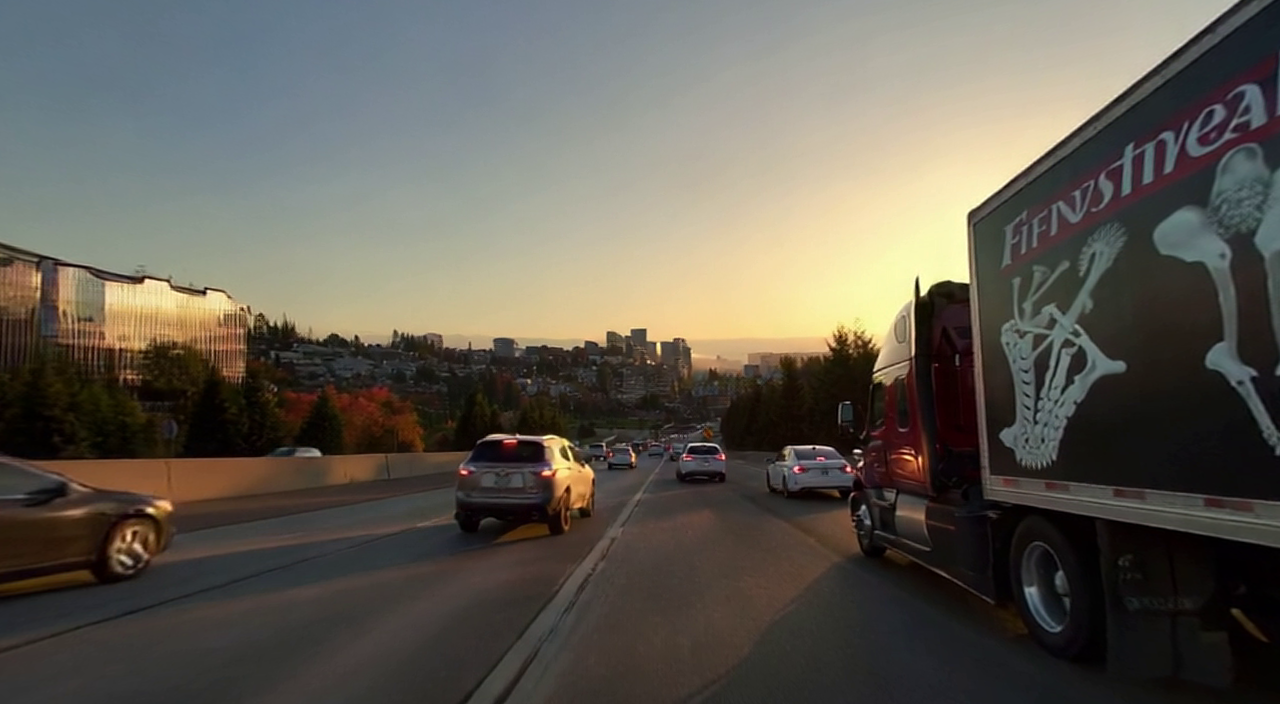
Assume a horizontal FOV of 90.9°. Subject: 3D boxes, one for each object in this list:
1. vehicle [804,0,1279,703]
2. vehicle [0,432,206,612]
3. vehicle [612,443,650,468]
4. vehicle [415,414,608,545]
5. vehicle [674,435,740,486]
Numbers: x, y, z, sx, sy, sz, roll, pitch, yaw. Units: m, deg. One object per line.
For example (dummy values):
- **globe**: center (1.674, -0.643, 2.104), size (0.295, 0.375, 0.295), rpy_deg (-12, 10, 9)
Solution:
- **vehicle**: center (3.972, 0.589, 5.439), size (2.987, 3.212, 9.311), rpy_deg (-1, -8, 3)
- **vehicle**: center (-6.218, 1.353, 4.883), size (1.965, 1.443, 4.968), rpy_deg (-1, -8, 4)
- **vehicle**: center (-0.495, 6.498, 39.731), size (2.036, 1.441, 4.253), rpy_deg (-1, -8, 4)
- **vehicle**: center (-1.924, 2.122, 11.173), size (2.153, 1.805, 4.631), rpy_deg (-1, -8, 4)
- **vehicle**: center (2.383, 3.990, 23.553), size (2.156, 1.701, 4.494), rpy_deg (-1, -8, 3)
